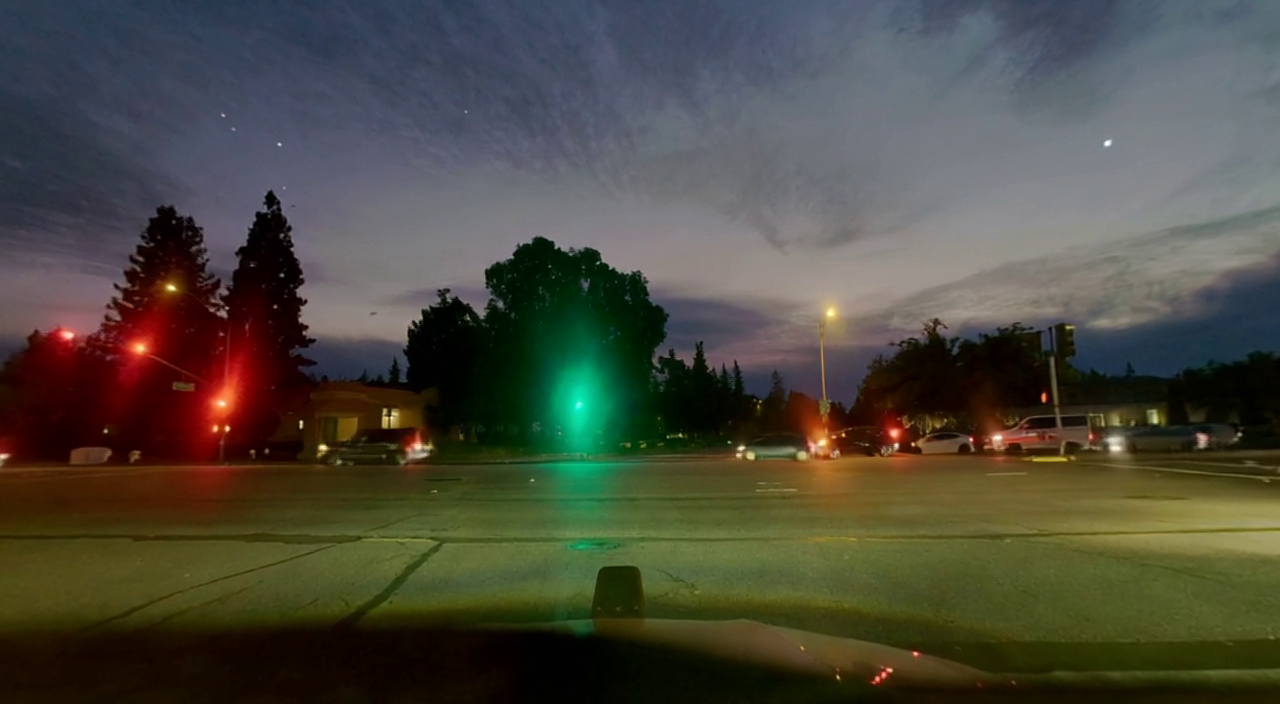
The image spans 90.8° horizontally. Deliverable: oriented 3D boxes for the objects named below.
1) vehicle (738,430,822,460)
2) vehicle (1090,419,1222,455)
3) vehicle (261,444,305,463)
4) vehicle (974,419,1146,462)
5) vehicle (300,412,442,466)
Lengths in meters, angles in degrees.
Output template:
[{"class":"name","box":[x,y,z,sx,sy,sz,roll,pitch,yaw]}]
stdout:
[{"class":"vehicle","box":[7.652,5.141,34.876,4.370,1.592,1.886,-2,-9,10]},{"class":"vehicle","box":[25.496,4.237,31.383,4.590,1.701,1.881,-2,-9,11]},{"class":"vehicle","box":[-27.973,7.917,49.623,2.235,1.417,4.272,3,-9,-20]},{"class":"vehicle","box":[15.066,3.214,22.924,4.749,1.461,1.892,-1,-9,9]},{"class":"vehicle","box":[-16.771,5.466,39.602,7.790,3.197,2.653,-2,-9,10]}]
